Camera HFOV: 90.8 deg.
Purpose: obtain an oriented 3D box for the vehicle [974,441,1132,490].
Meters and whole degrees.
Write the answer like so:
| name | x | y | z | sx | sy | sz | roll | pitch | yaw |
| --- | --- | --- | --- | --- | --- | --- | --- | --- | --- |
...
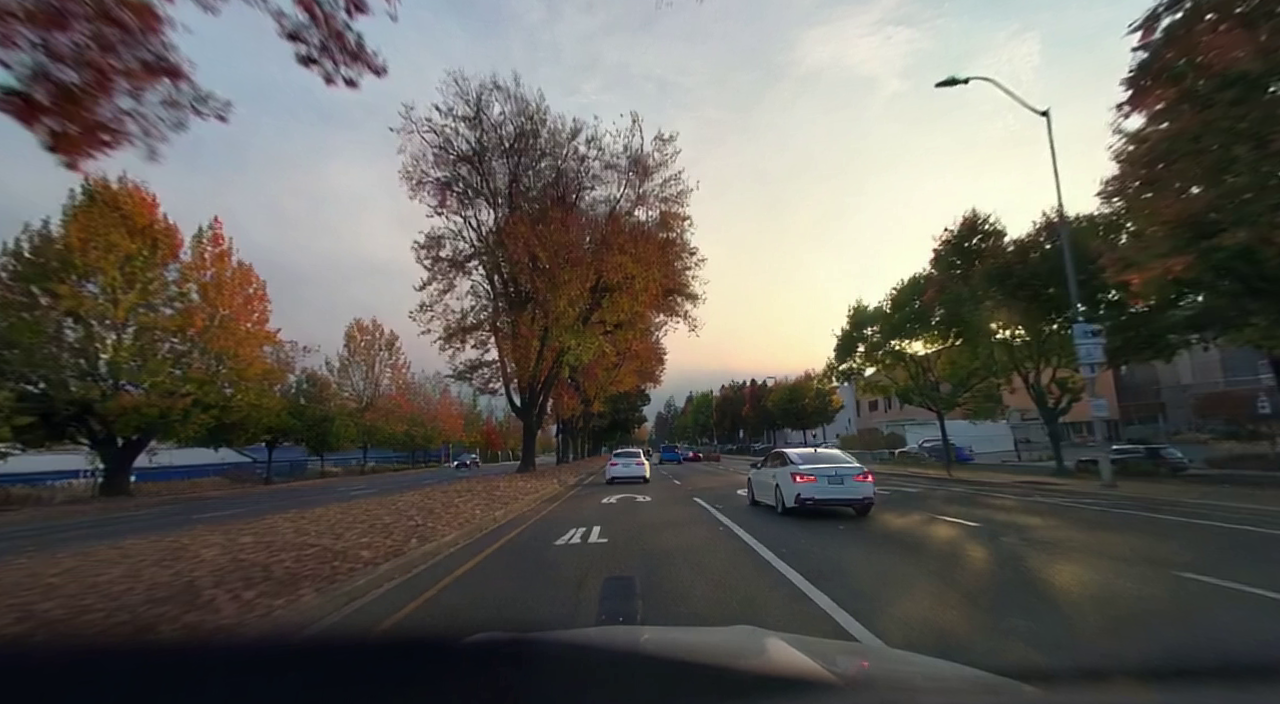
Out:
| name | x | y | z | sx | sy | sz | roll | pitch | yaw |
| --- | --- | --- | --- | --- | --- | --- | --- | --- | --- |
| vehicle | 14.404 | 3.959 | 22.545 | 2.049 | 1.521 | 5.277 | 0 | -8 | -1 |

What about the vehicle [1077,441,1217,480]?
| name | x | y | z | sx | sy | sz | roll | pitch | yaw |
| --- | --- | --- | --- | --- | --- | --- | --- | --- | --- |
| vehicle | 20.861 | 4.460 | 26.318 | 1.974 | 1.478 | 4.630 | 0 | -8 | 0 |

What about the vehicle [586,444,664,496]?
| name | x | y | z | sx | sy | sz | roll | pitch | yaw |
| --- | --- | --- | --- | --- | --- | --- | --- | --- | --- |
| vehicle | -0.470 | 3.782 | 20.723 | 2.289 | 1.471 | 4.477 | 0 | -8 | -1 |

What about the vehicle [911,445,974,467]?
| name | x | y | z | sx | sy | sz | roll | pitch | yaw |
| --- | --- | --- | --- | --- | --- | --- | --- | --- | --- |
| vehicle | 20.637 | 7.106 | 43.348 | 1.890 | 1.445 | 4.805 | 0 | -8 | -1 |

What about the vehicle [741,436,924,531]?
| name | x | y | z | sx | sy | sz | roll | pitch | yaw |
| --- | --- | --- | --- | --- | --- | --- | --- | --- | --- |
| vehicle | 3.405 | 2.418 | 12.230 | 2.094 | 1.480 | 4.323 | 0 | -9 | -1 |
